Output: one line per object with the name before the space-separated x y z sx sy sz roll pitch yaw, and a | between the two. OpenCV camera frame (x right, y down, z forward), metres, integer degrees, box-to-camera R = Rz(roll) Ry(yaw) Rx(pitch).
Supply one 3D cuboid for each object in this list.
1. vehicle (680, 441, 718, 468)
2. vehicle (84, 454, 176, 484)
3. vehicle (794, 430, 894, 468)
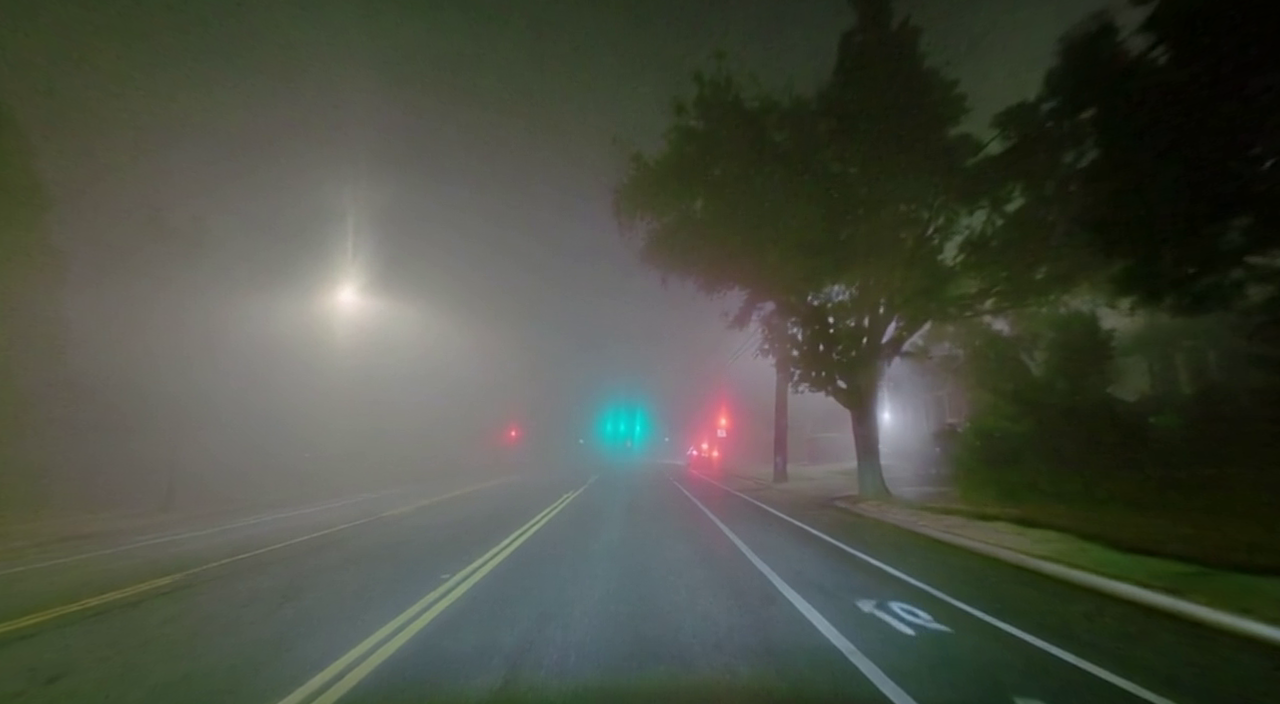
vehicle | 3.813 6.696 41.258 1.900 1.661 4.346 0 -9 -2
vehicle | -35.542 8.134 44.263 1.986 1.854 5.454 0 -8 -1
vehicle | 10.205 4.859 31.551 4.434 1.730 2.081 -5 -9 24
